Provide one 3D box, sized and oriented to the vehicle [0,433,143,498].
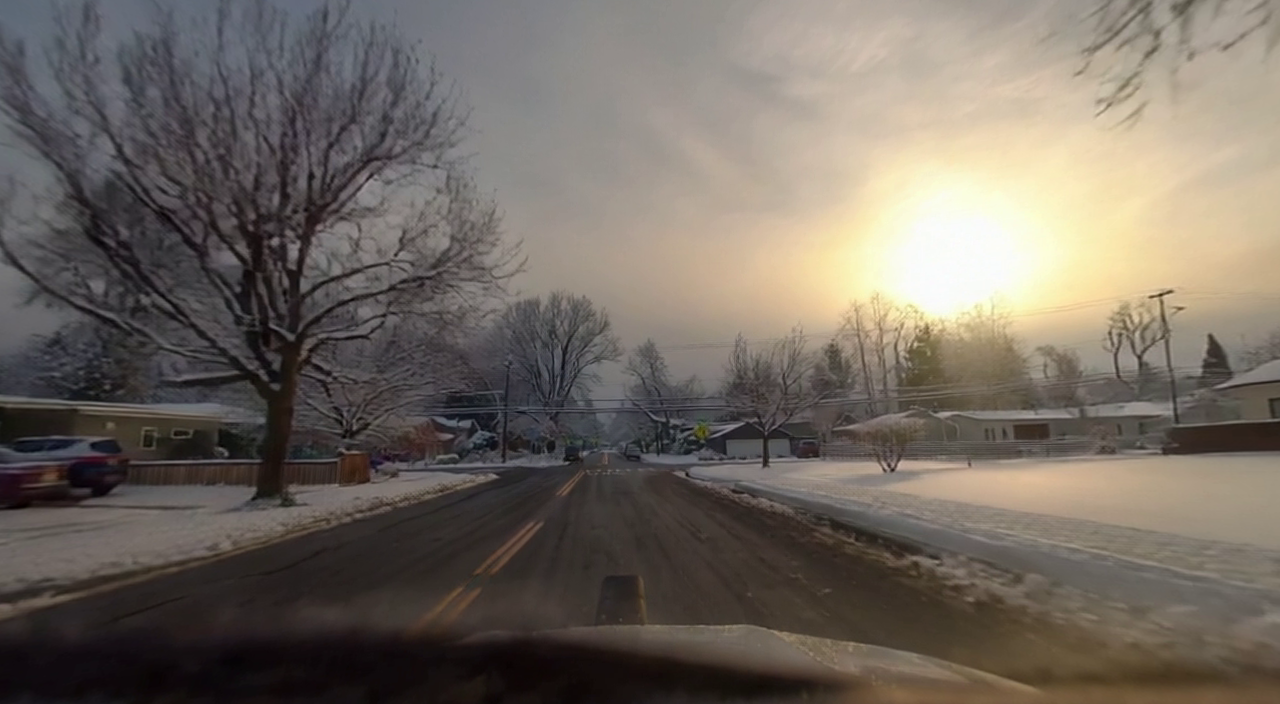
[{"bbox_3d":[-18.554,3.427,19.271,5.187,1.792,2.210,-2,-9,9],"label":"vehicle"}]
